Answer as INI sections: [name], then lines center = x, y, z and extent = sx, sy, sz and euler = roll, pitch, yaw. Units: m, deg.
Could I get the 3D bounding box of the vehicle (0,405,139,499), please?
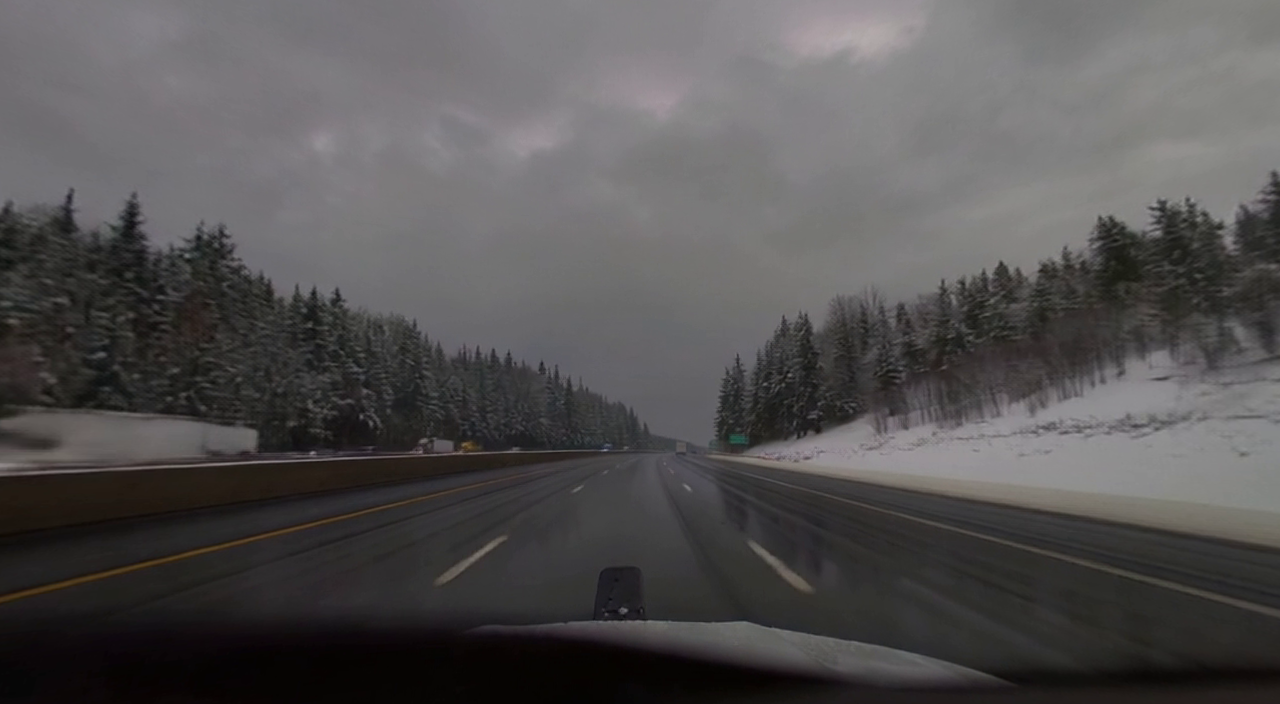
[vehicle]
center = -19.790, 3.140, 19.765
extent = 2.460, 2.687, 6.728
euler = 0, -9, 0
